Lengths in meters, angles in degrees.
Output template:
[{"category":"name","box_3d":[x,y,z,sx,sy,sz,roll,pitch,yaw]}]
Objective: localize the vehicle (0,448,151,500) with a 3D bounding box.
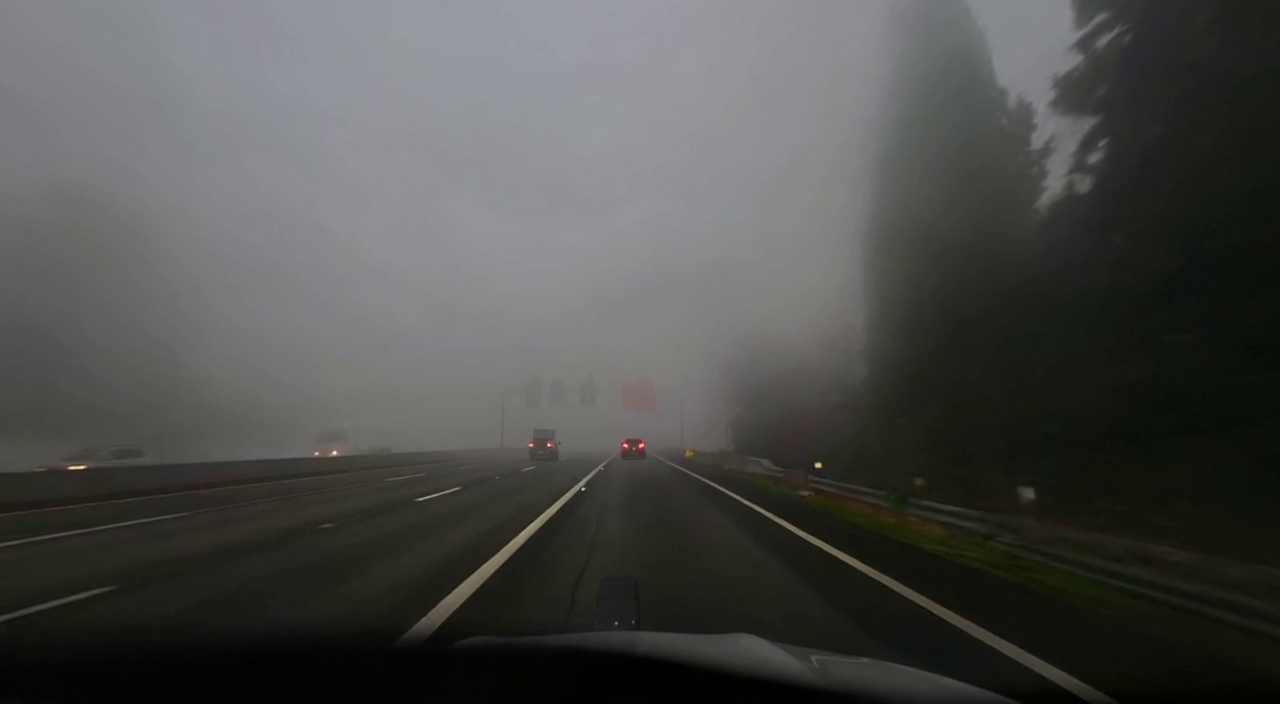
[{"category":"vehicle","box_3d":[-22.432,4.756,25.074,2.111,1.806,4.729,0,-8,-1]}]
